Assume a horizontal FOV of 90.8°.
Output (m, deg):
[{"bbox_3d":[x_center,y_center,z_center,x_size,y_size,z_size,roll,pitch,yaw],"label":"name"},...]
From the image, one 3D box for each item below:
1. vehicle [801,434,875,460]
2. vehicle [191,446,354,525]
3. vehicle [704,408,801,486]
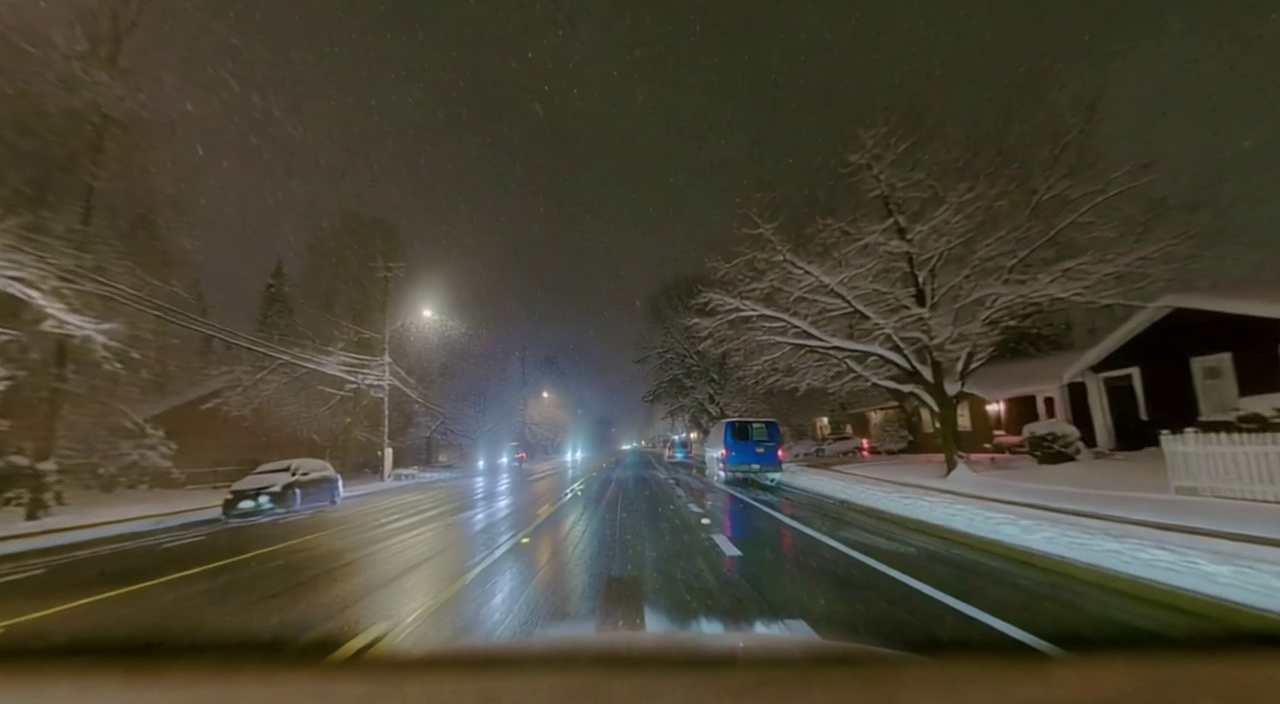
[{"bbox_3d":[14.495,6.971,46.340,4.699,1.442,1.838,-5,-8,-2],"label":"vehicle"},{"bbox_3d":[-11.293,4.061,19.951,2.301,1.855,4.983,-7,-8,-3],"label":"vehicle"},{"bbox_3d":[3.865,3.444,22.998,2.459,2.452,5.731,0,-8,0],"label":"vehicle"}]
